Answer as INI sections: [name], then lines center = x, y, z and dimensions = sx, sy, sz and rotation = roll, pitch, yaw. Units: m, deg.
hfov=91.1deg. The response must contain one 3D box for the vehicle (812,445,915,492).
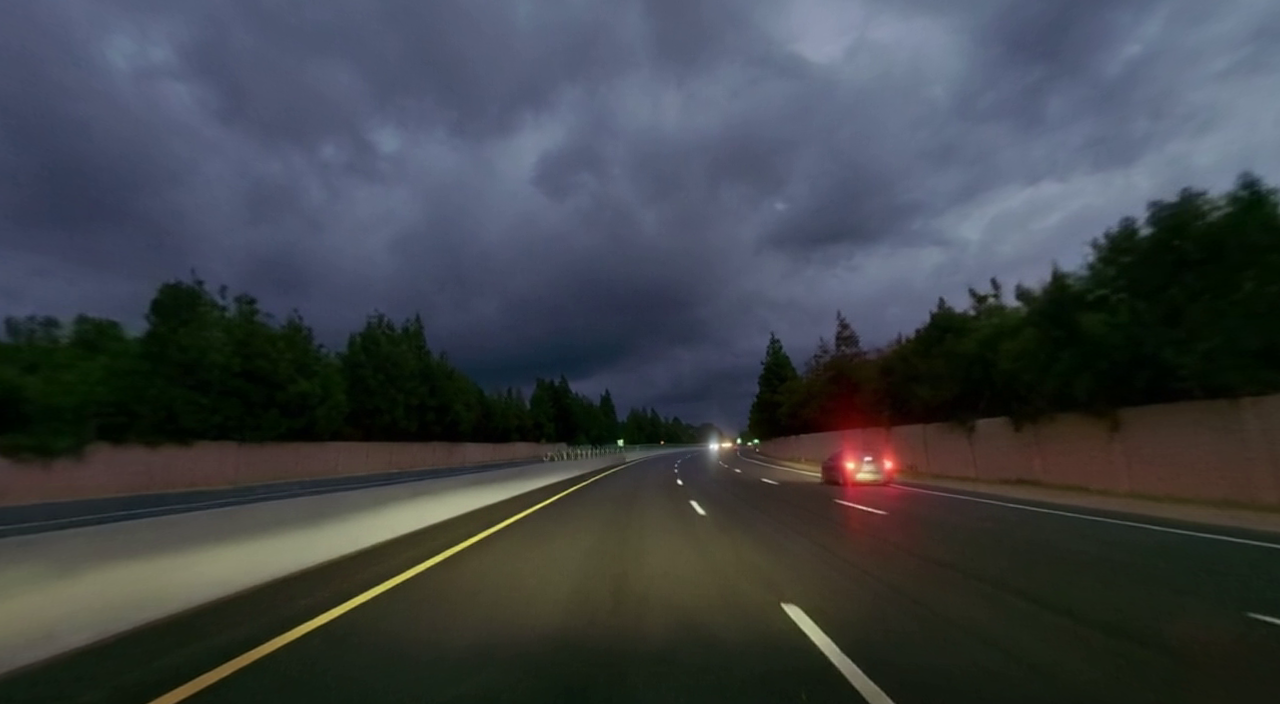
[vehicle]
center = 7.804, 4.090, 22.461
dimensions = 1.983, 1.486, 4.545
rotation = -1, -9, 0
